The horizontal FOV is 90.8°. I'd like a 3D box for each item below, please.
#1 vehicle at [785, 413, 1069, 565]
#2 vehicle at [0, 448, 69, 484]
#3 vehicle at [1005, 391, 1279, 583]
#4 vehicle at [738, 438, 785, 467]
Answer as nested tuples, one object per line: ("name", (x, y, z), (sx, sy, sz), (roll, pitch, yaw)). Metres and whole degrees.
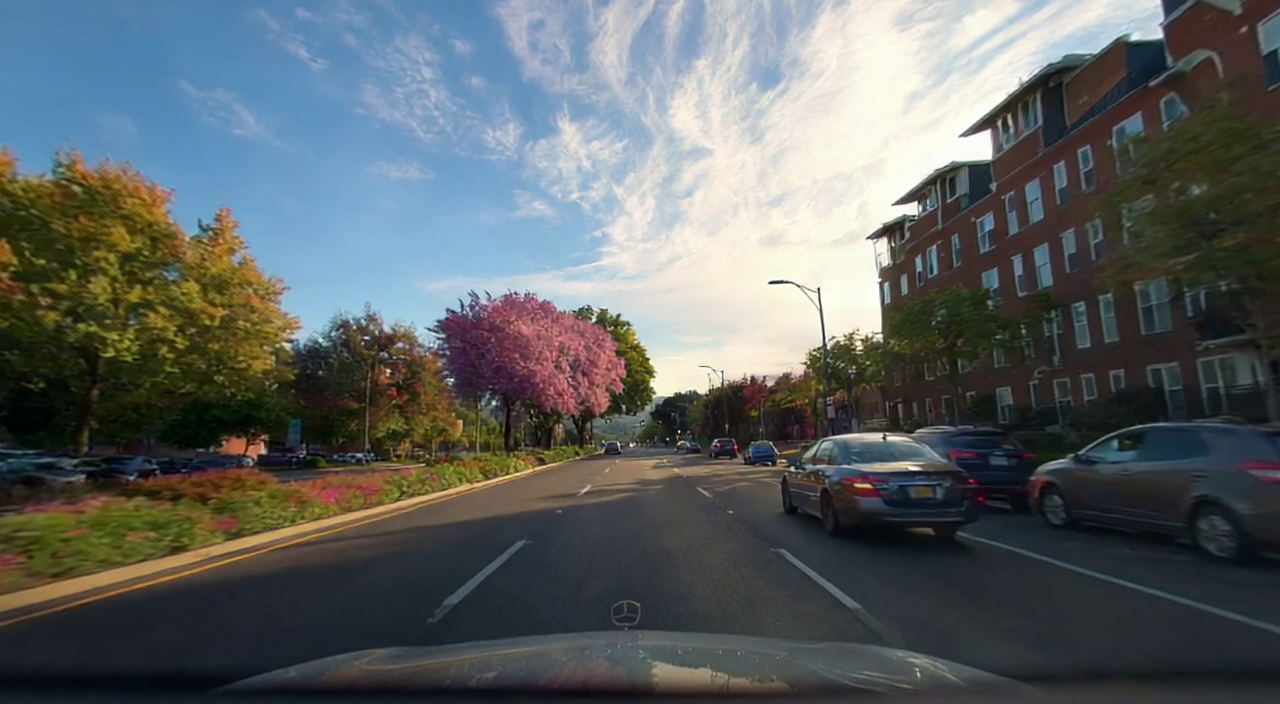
("vehicle", (3.528, 1.770, 8.912), (1.984, 1.580, 4.413), (0, -8, 1))
("vehicle", (-34.436, 6.128, 34.074), (5.150, 1.807, 2.283), (-1, -8, 5))
("vehicle", (7.221, 1.601, 8.147), (2.118, 1.817, 4.858), (0, -8, 1))
("vehicle", (7.263, 6.038, 38.199), (1.940, 1.647, 4.309), (0, -8, -1))
